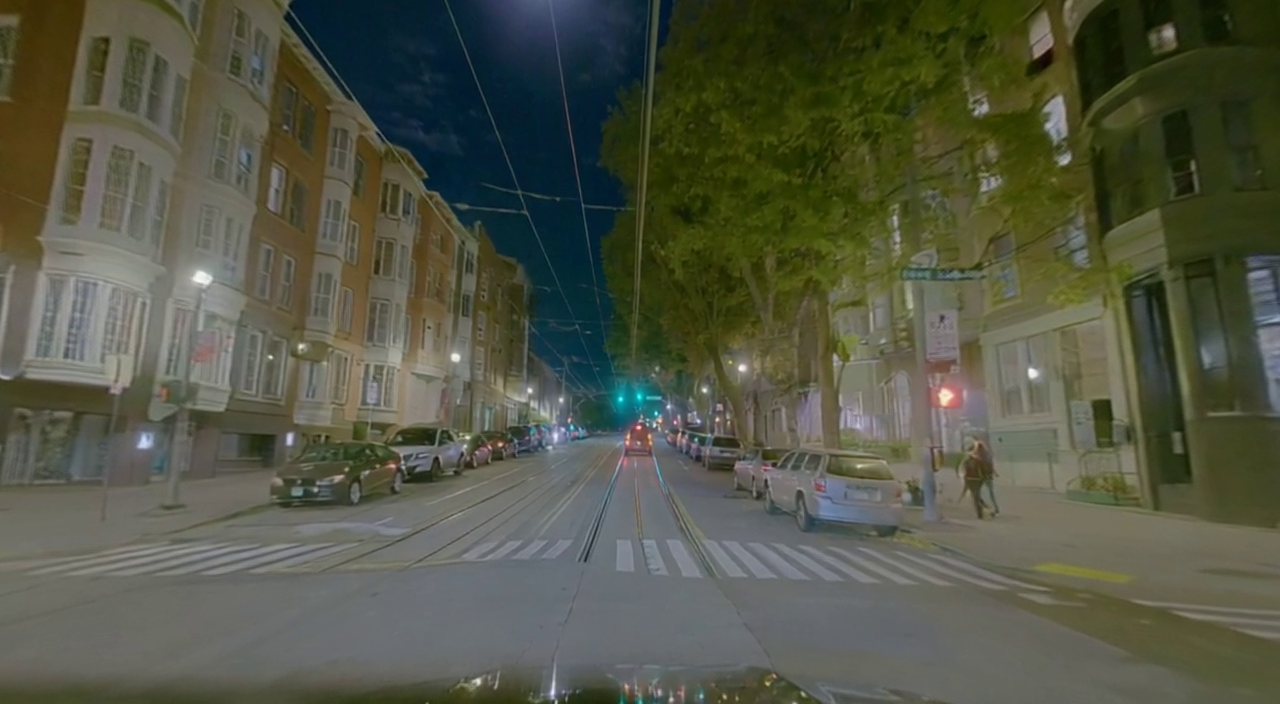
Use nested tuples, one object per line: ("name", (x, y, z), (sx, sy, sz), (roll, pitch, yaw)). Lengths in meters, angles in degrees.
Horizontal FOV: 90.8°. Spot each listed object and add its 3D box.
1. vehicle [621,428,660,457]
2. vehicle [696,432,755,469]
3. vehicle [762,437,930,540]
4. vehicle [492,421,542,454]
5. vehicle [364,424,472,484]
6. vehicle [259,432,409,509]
("vehicle", (-0.019, 5.075, 35.484), (1.984, 1.571, 3.404), (0, -8, -3))
("vehicle", (3.776, 4.431, 28.617), (1.890, 1.559, 4.281), (0, -8, -2))
("vehicle", (3.911, 2.614, 12.865), (1.929, 1.723, 4.134), (0, -8, -1))
("vehicle", (-7.354, 5.201, 38.248), (2.049, 1.821, 5.066), (0, -8, 0))
("vehicle", (-7.382, 3.469, 21.578), (1.861, 1.751, 4.550), (1, -9, 2))
("vehicle", (-7.358, 2.922, 15.702), (1.779, 1.588, 3.953), (2, -10, -2))
